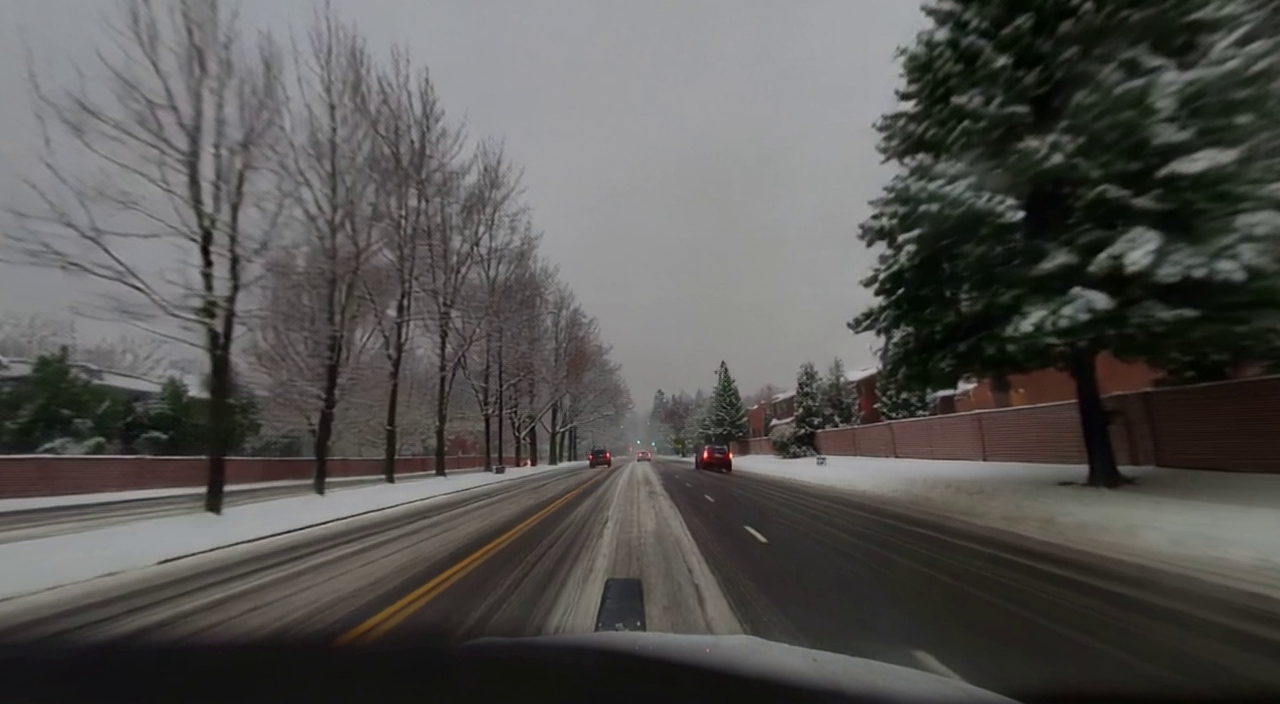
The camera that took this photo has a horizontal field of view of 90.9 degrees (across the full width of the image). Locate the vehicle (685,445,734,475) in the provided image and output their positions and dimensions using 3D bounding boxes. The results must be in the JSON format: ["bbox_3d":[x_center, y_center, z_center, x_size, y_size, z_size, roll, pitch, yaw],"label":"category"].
[{"bbox_3d":[3.992,6.271,36.846,2.237,1.578,4.621,0,-8,-1],"label":"vehicle"}]
